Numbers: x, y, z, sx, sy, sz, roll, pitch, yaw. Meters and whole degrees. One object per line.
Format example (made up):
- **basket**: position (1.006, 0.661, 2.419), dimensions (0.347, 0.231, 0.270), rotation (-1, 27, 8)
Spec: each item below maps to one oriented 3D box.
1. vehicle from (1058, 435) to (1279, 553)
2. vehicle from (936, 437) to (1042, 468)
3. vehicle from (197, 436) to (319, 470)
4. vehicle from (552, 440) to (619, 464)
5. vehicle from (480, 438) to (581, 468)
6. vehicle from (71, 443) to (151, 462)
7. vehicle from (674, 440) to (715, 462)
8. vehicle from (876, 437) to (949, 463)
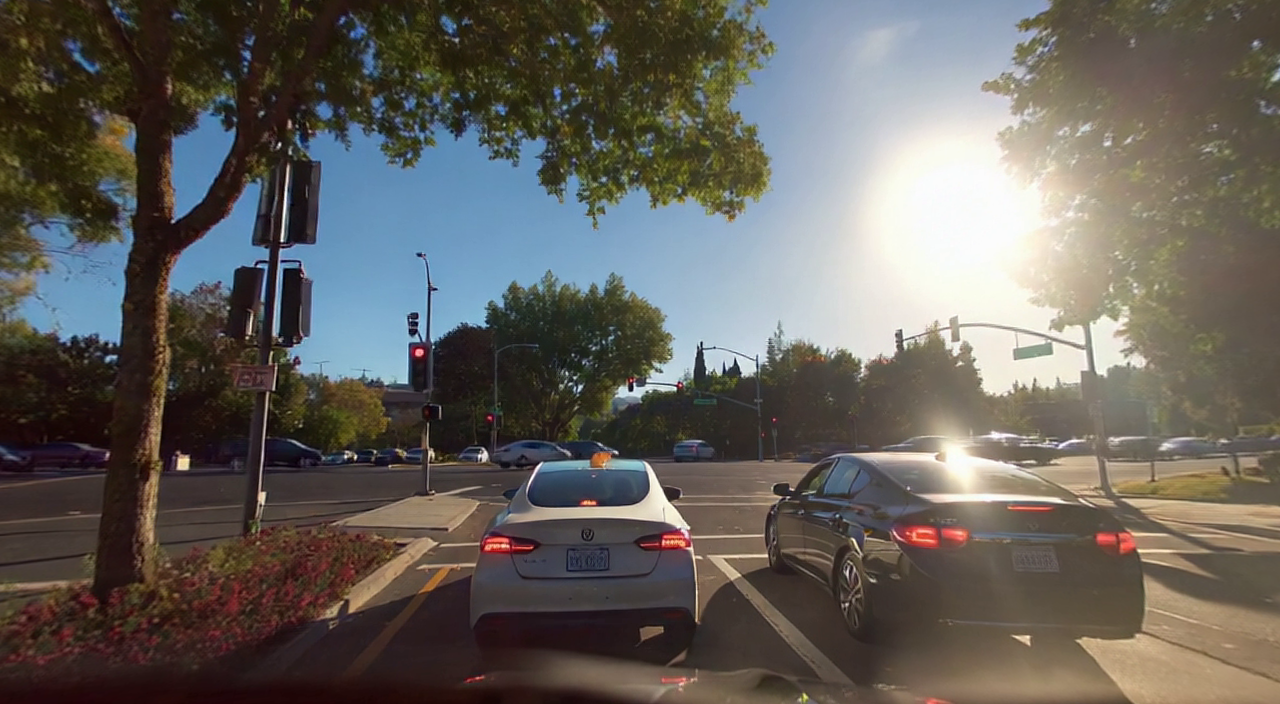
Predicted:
- **vehicle**: position (9.265, 2.167, 10.089), dimensions (1.993, 1.505, 4.721), rotation (3, -9, 0)
- **vehicle**: position (17.687, 5.064, 32.094), dimensions (4.516, 1.468, 1.962), rotation (-5, -10, 31)
- **vehicle**: position (-17.577, 4.692, 29.358), dimensions (4.580, 1.472, 1.891), rotation (4, -9, -25)
- **vehicle**: position (-3.605, 6.754, 42.861), dimensions (1.922, 1.485, 4.912), rotation (-5, -10, 32)
- **vehicle**: position (-5.686, 5.286, 33.225), dimensions (4.849, 1.476, 1.935), rotation (7, -11, -38)
- **vehicle**: position (-40.606, 7.727, 48.543), dimensions (4.345, 1.426, 1.722), rotation (2, -9, -8)
- **vehicle**: position (4.136, 7.468, 47.582), dimensions (1.896, 1.544, 4.331), rotation (-3, -9, 22)
- **vehicle**: position (16.995, 6.084, 39.316), dimensions (4.481, 1.561, 2.001), rotation (6, -10, -33)
